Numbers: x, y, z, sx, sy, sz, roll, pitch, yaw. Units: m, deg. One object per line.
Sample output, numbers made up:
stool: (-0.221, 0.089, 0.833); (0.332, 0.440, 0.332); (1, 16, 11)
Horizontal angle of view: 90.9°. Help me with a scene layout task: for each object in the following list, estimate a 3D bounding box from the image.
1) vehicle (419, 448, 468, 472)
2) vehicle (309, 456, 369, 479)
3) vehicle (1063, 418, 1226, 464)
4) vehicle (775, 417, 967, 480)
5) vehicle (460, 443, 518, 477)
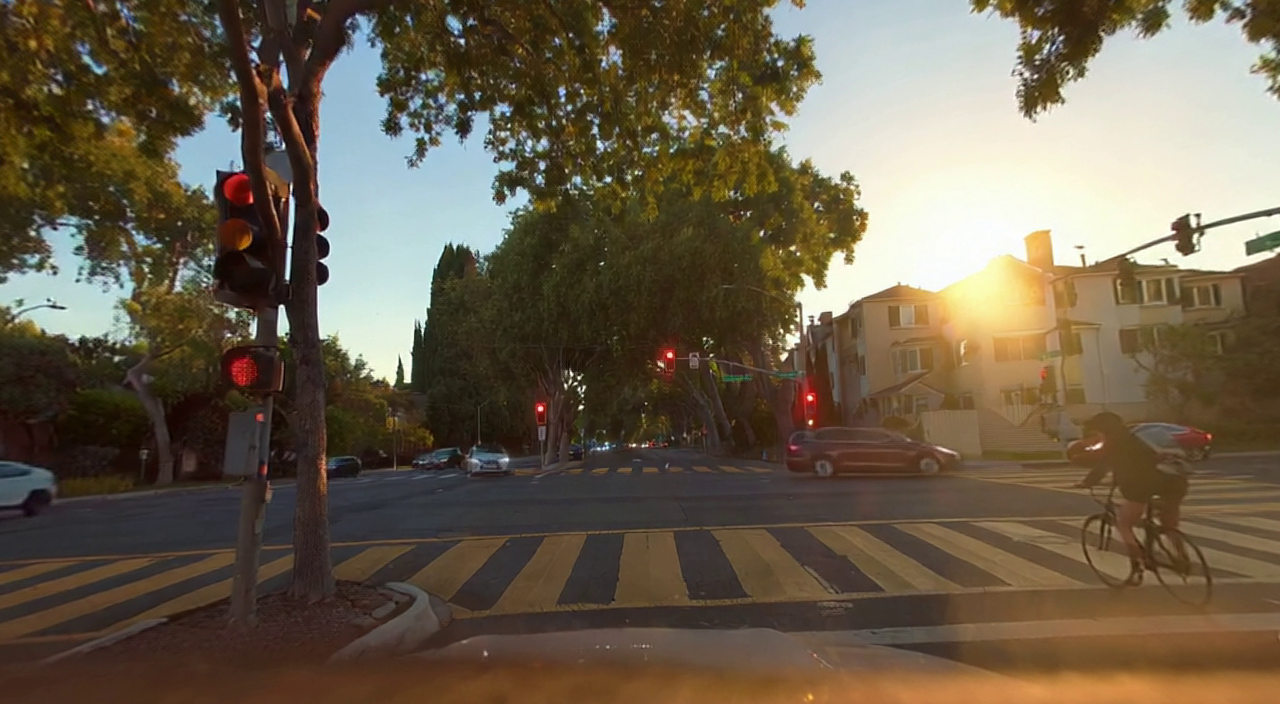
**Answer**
vehicle: (-13.427, 7.380, 43.366); (1.973, 1.511, 4.299); (0, -9, 0)
vehicle: (-20.811, 7.994, 43.841); (1.872, 1.455, 4.576); (0, -9, 0)
vehicle: (17.320, 3.096, 21.790); (3.969, 1.493, 1.823); (0, -9, 1)
vehicle: (7.021, 3.000, 19.508); (5.188, 1.731, 2.191); (-4, -9, 21)
vehicle: (-7.432, 5.220, 30.698); (2.017, 1.496, 4.749); (3, -9, -22)
